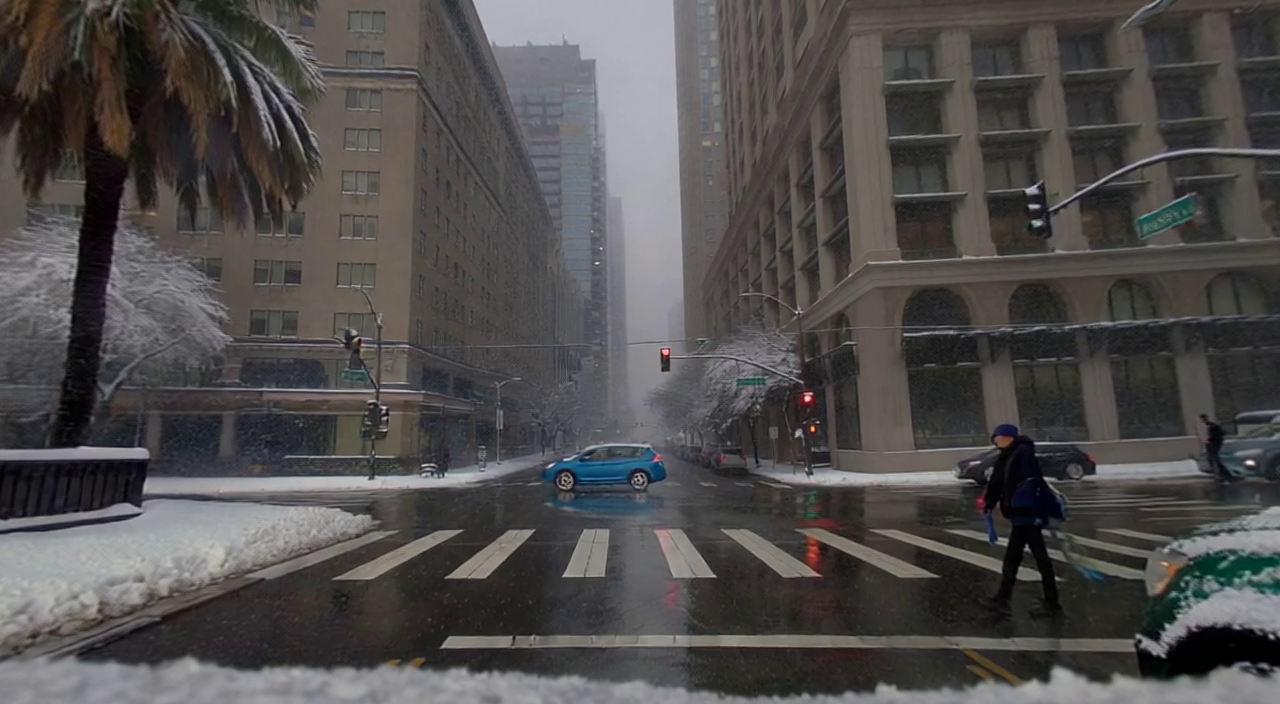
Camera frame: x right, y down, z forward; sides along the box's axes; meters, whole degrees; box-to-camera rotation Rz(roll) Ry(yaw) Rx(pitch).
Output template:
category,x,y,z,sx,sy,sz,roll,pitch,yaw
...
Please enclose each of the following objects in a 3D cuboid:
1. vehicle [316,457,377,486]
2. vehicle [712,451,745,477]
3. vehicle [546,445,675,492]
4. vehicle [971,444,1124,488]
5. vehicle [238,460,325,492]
category,x,y,z,sx,sy,sz,roll,pitch,yaw
vehicle,-20.069,8.164,43.408,2.043,1.745,4.420,0,-8,0
vehicle,6.248,7.804,44.196,2.176,1.690,4.138,-2,-9,9
vehicle,-1.052,4.207,23.003,4.499,1.594,1.898,0,-9,-2
vehicle,15.070,4.217,23.568,4.273,1.525,2.000,-1,-8,2
vehicle,-19.944,6.872,35.450,2.069,1.540,4.774,0,-8,0
